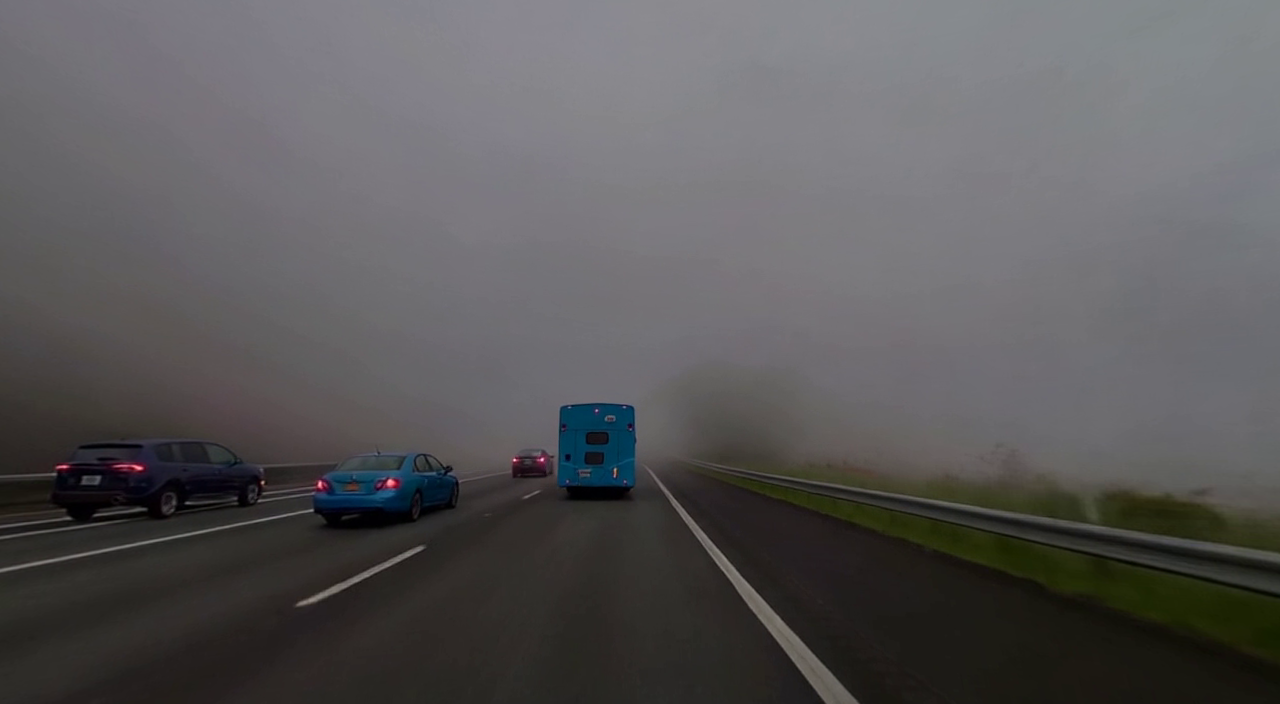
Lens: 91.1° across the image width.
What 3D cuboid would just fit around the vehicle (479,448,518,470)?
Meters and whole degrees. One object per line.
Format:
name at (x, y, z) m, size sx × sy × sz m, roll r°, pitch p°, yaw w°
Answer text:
vehicle at (-10.100, 7.653, 45.126) m, size 1.886 × 1.462 × 4.084 m, roll 0°, pitch -9°, yaw -1°

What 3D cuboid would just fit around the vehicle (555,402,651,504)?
vehicle at (-0.961, 2.946, 18.562) m, size 2.394 × 2.556 × 5.232 m, roll 0°, pitch -9°, yaw -1°

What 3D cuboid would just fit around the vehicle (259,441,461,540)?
vehicle at (-4.762, 2.383, 11.464) m, size 1.876 × 1.438 × 4.072 m, roll 0°, pitch -9°, yaw -1°

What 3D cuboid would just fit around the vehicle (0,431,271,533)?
vehicle at (-9.558, 2.430, 12.339) m, size 2.010 × 1.621 × 4.252 m, roll 0°, pitch -9°, yaw 0°

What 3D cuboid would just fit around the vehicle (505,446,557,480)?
vehicle at (-5.085, 5.241, 29.834) m, size 1.872 × 1.480 × 3.545 m, roll 0°, pitch -9°, yaw -1°
